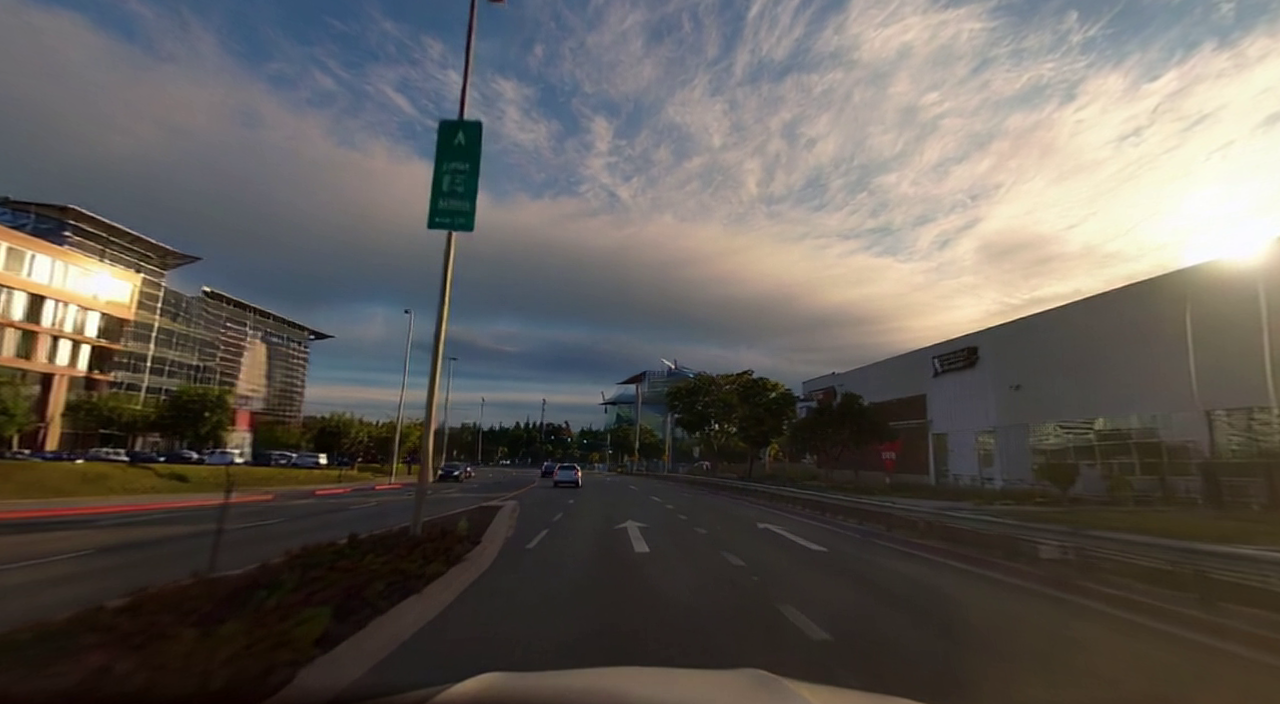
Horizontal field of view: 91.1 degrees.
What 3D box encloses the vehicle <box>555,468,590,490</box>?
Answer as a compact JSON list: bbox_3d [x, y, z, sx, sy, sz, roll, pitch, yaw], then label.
[{"bbox_3d":[-3.960,7.338,36.386,1.775,1.186,2.933,3,-11,-10],"label":"vehicle"}]
